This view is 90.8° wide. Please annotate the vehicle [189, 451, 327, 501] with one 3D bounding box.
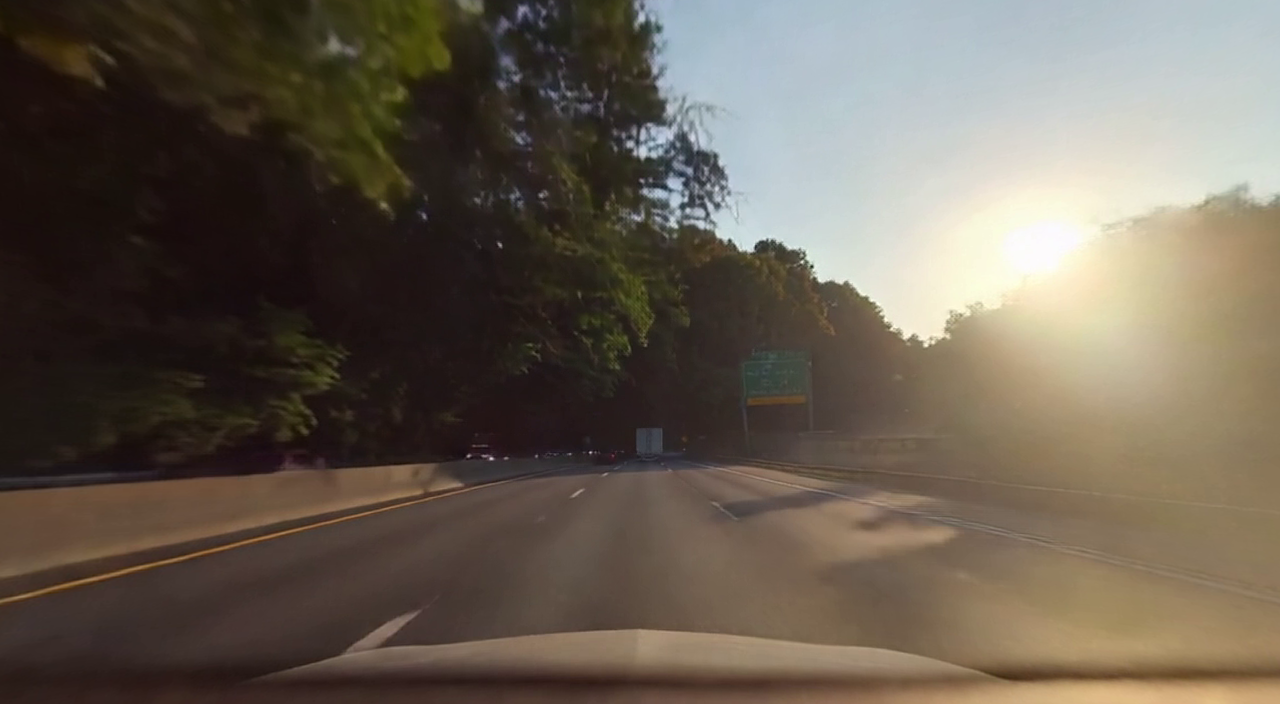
[{"bbox_3d":[-12.178,3.944,20.468,1.953,1.454,3.938,0,-9,0],"label":"vehicle"}]
